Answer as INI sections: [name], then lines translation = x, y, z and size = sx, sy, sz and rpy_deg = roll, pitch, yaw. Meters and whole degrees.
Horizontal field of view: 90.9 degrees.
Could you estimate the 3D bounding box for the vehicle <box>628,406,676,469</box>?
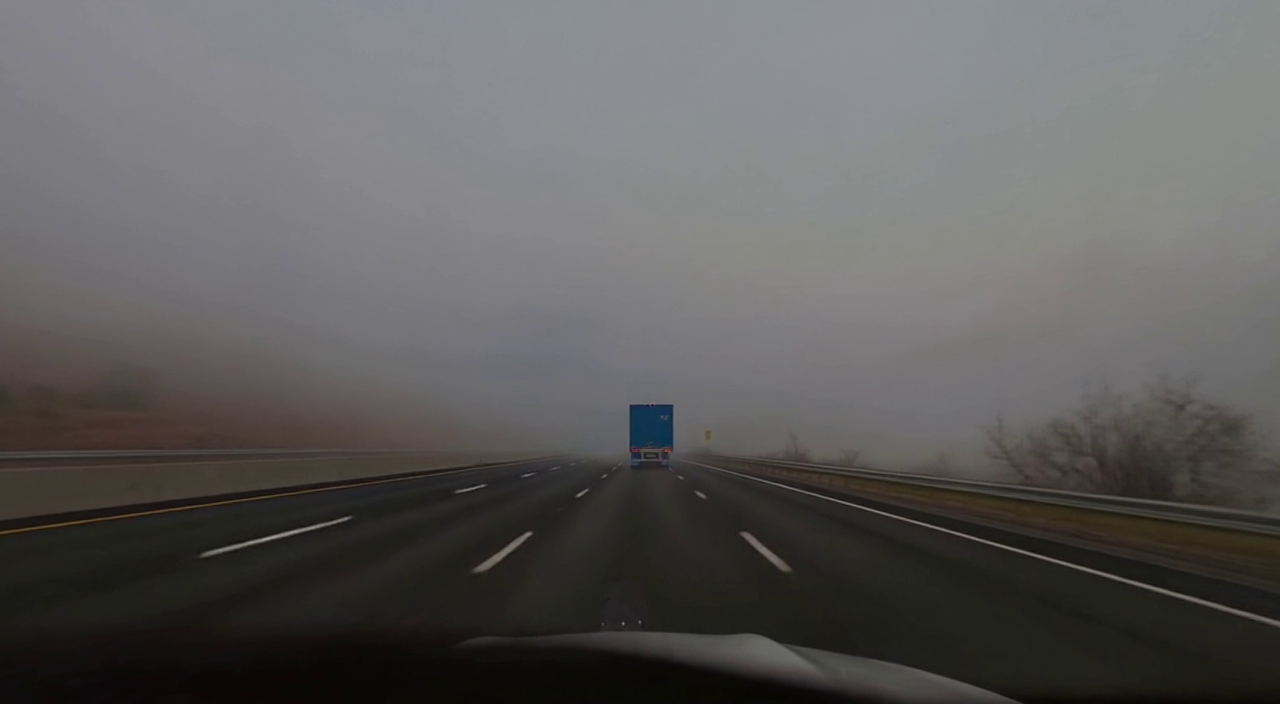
[vehicle]
translation = 0.704, 6.311, 45.961
size = 3.055, 4.009, 10.972
rpy_deg = 0, -9, -1
